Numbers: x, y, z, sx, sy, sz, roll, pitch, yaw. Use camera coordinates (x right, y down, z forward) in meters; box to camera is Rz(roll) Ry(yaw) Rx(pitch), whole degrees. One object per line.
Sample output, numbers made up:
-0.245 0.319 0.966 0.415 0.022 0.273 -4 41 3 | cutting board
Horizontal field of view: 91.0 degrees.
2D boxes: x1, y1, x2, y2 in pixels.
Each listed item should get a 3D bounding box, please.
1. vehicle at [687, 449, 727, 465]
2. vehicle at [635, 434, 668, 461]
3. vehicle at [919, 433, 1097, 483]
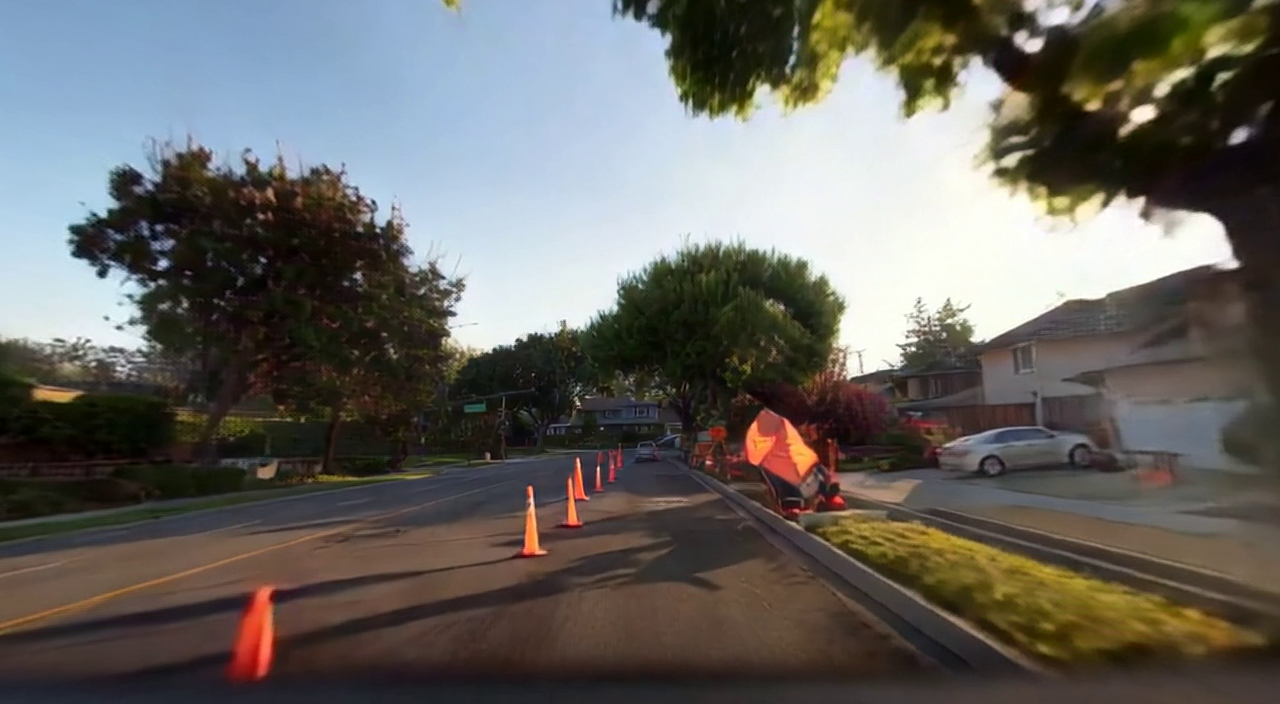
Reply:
3.953 6.286 37.632 2.123 0.883 3.024 0 -8 0 | vehicle
0.749 6.416 42.173 2.151 1.708 4.084 0 -9 1 | vehicle
11.617 3.366 20.133 4.463 1.466 1.813 0 -9 4 | vehicle
